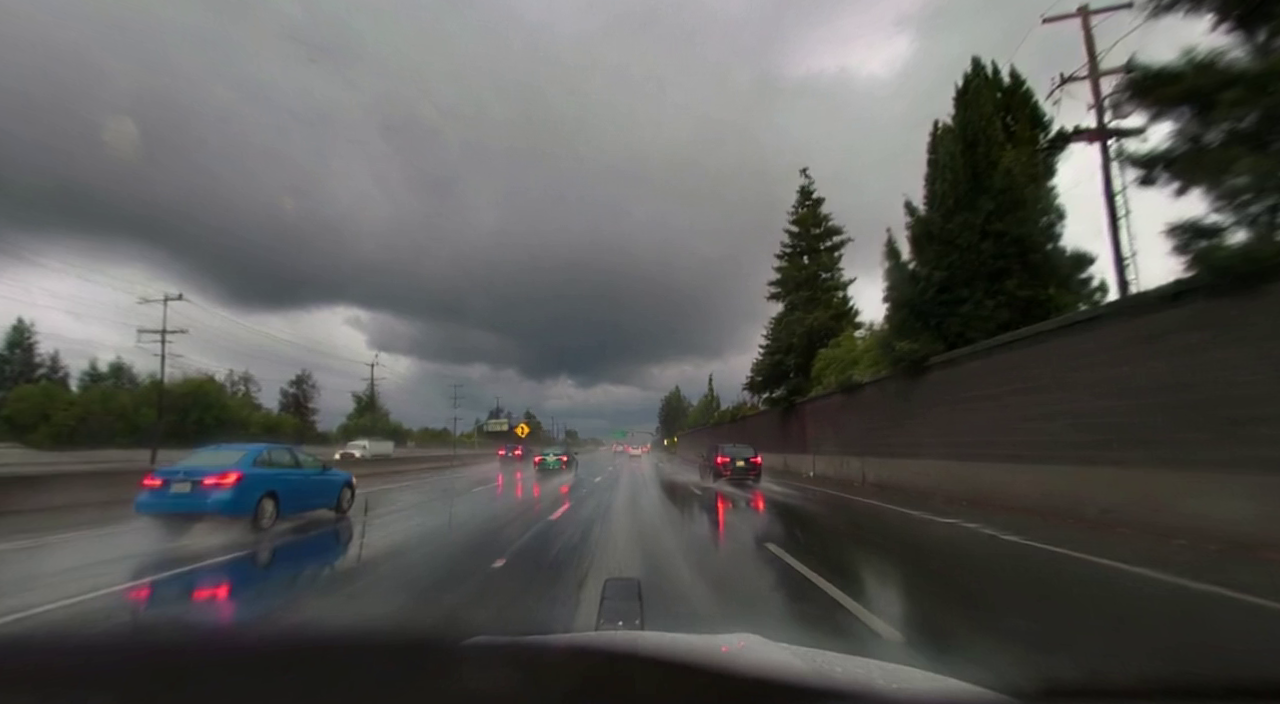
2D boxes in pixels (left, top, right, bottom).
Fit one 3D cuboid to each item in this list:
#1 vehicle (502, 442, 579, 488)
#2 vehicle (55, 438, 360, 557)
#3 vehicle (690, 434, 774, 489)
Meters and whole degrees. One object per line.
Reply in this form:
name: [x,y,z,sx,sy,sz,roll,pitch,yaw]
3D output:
vehicle: [-3.451,4.015,22.848,2.066,1.488,4.377,0,-8,0]
vehicle: [-6.434,2.158,10.162,1.903,1.482,4.180,0,-8,0]
vehicle: [3.040,3.727,21.829,2.100,1.659,4.387,0,-8,-2]
